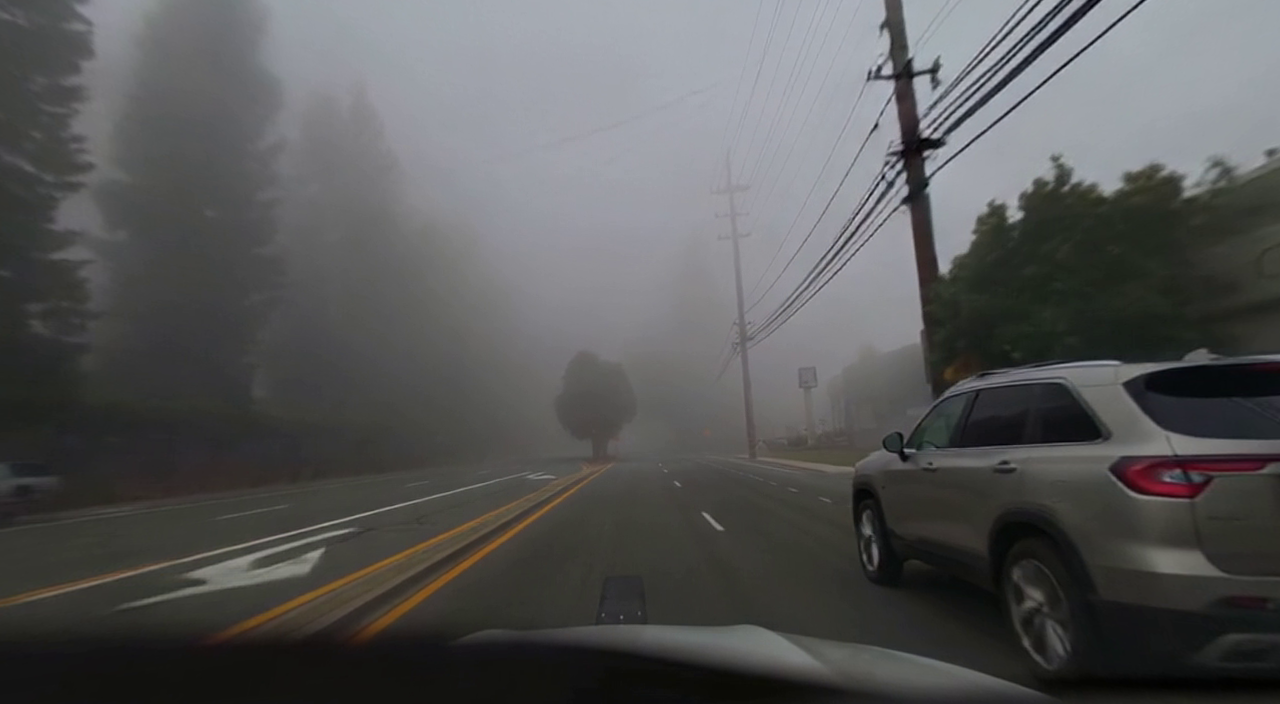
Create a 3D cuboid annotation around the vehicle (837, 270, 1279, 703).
[{"bbox_3d":[3.032,0.948,3.917,2.060,1.820,4.713,0,-9,0],"label":"vehicle"}]
